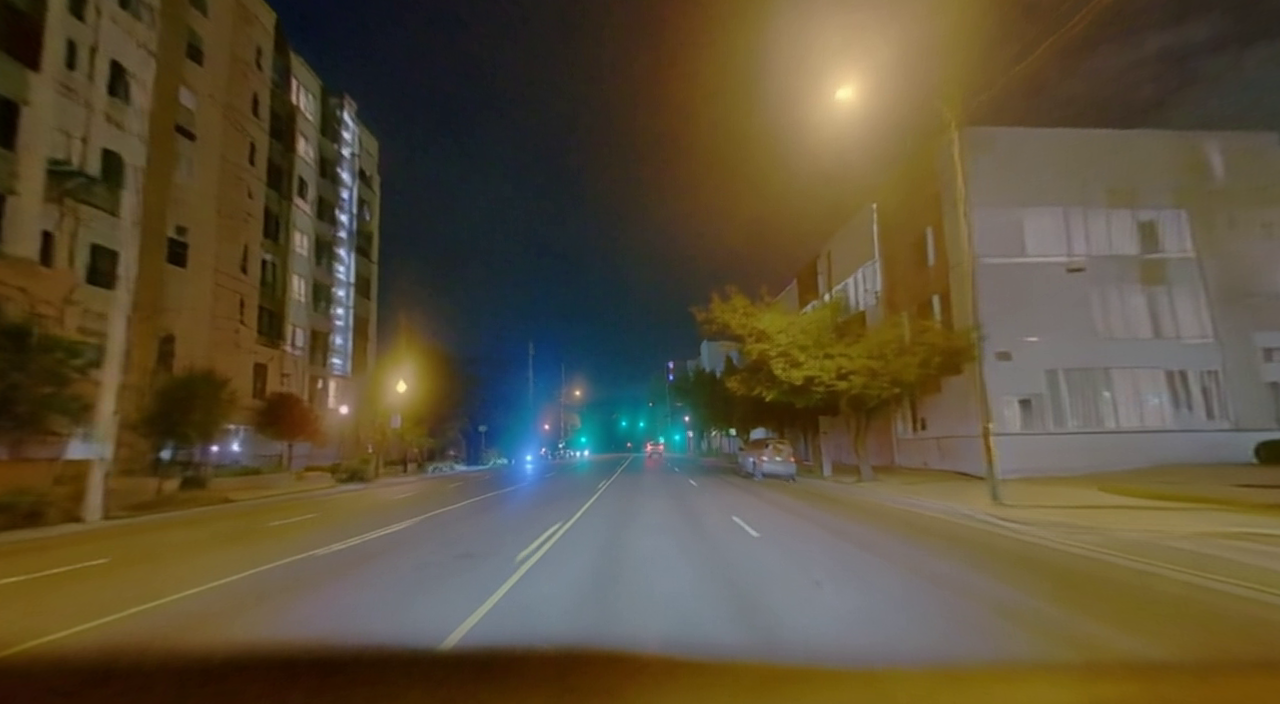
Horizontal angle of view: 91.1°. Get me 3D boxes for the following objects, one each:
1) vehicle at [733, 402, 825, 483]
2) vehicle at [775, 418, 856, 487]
[{"bbox_3d":[6.128,4.122,28.792,2.750,3.269,6.333,0,-8,0],"label":"vehicle"},{"bbox_3d":[6.598,3.804,24.010,2.021,2.433,3.088,0,-8,-2],"label":"vehicle"}]
